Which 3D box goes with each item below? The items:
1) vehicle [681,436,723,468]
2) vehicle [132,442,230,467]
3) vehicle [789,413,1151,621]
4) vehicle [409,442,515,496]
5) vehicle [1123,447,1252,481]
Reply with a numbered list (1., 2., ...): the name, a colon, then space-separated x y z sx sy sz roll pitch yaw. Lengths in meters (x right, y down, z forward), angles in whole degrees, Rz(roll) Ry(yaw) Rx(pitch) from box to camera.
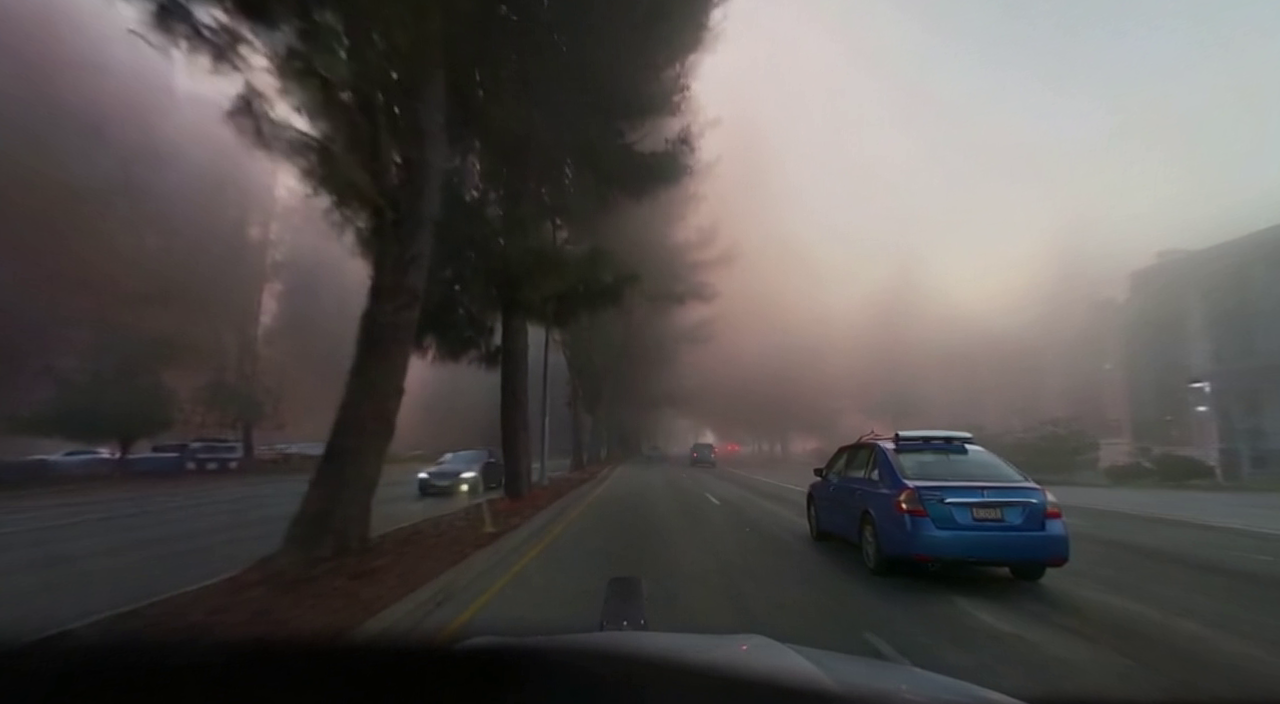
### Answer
1. vehicle: 3.823 6.248 39.528 2.154 1.844 4.634 0 -8 0
2. vehicle: -28.121 6.296 38.663 4.783 1.452 1.753 -1 -8 5
3. vehicle: 3.103 1.596 7.067 1.901 1.634 3.952 0 -8 0
4. vehicle: -5.318 3.529 19.516 1.953 1.462 4.297 0 -8 1
5. vehicle: 28.080 5.730 32.506 4.391 1.600 2.137 -2 -8 15
